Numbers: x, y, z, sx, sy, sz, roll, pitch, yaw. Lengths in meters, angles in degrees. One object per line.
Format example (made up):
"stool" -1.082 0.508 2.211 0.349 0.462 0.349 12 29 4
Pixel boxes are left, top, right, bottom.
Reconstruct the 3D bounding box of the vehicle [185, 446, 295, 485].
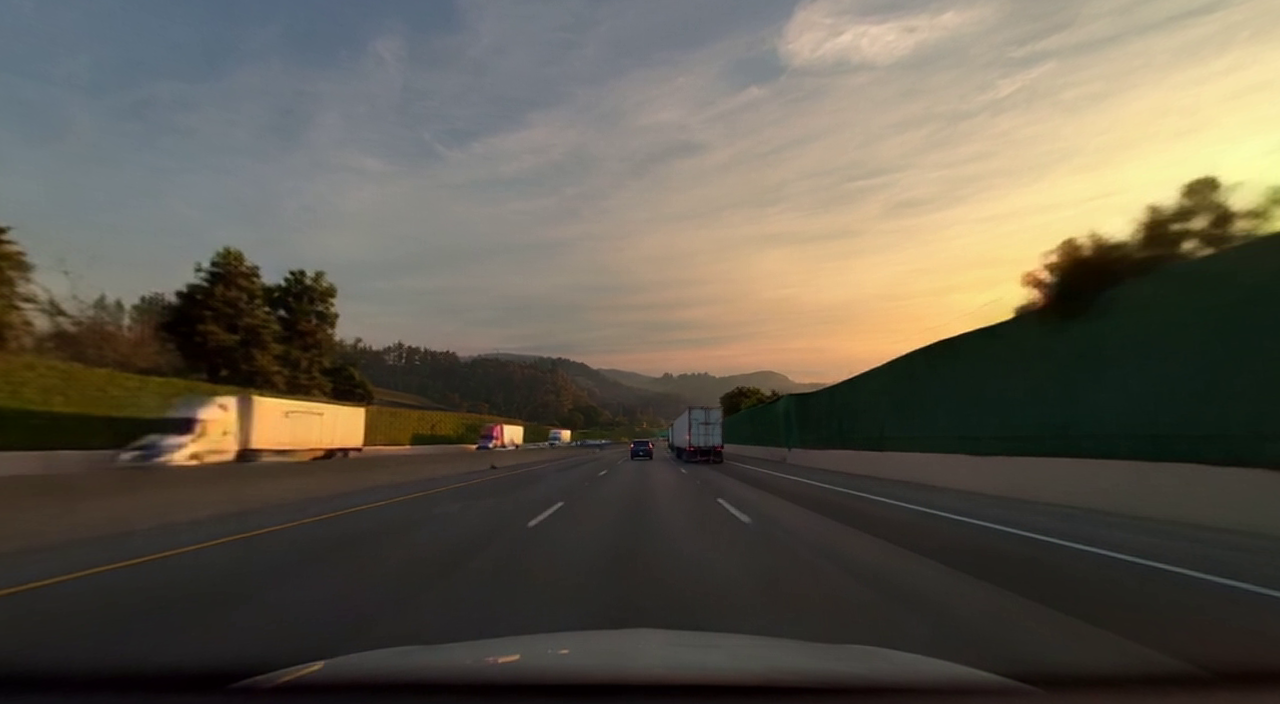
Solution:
"vehicle" -16.742 4.730 26.627 1.854 1.460 4.211 0 -8 1

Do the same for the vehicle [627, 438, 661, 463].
"vehicle" 0.322 7.280 46.844 2.389 1.760 4.473 0 -8 1

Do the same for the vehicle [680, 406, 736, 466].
"vehicle" 4.106 5.354 39.731 2.742 3.383 8.285 0 -8 1

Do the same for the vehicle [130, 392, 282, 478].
"vehicle" -21.171 4.138 31.256 2.976 3.849 6.089 0 -8 0
